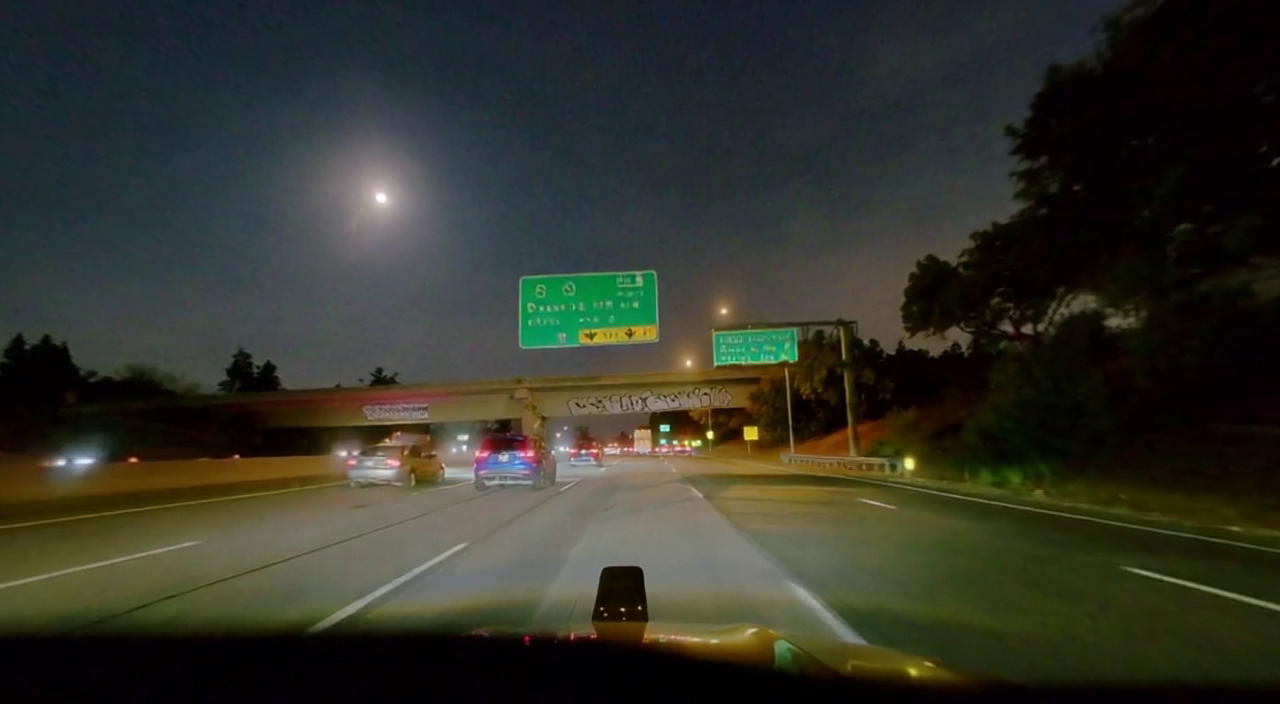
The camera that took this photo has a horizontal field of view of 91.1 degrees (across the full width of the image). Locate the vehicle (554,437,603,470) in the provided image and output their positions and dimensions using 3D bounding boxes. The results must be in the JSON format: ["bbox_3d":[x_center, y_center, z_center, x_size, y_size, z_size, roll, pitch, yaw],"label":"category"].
[{"bbox_3d":[-3.314,5.575,34.608,2.154,1.693,4.394,1,-9,1],"label":"vehicle"}]

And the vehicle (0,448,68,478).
[{"bbox_3d":[-35.104,6.172,35.062,1.876,1.525,4.675,1,-9,0],"label":"vehicle"}]

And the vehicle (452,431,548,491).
[{"bbox_3d":[-4.189,3.323,19.450,1.969,1.633,3.962,1,-9,1],"label":"vehicle"}]

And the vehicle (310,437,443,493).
[{"bbox_3d":[-7.746,3.353,19.056,1.917,1.449,4.727,1,-9,1],"label":"vehicle"}]

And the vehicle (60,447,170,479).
[{"bbox_3d":[-27.627,5.805,33.239,1.879,1.550,4.421,0,-9,1],"label":"vehicle"}]

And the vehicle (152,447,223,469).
[{"bbox_3d":[-34.704,8.118,48.322,1.856,1.611,4.750,0,-9,1],"label":"vehicle"}]
